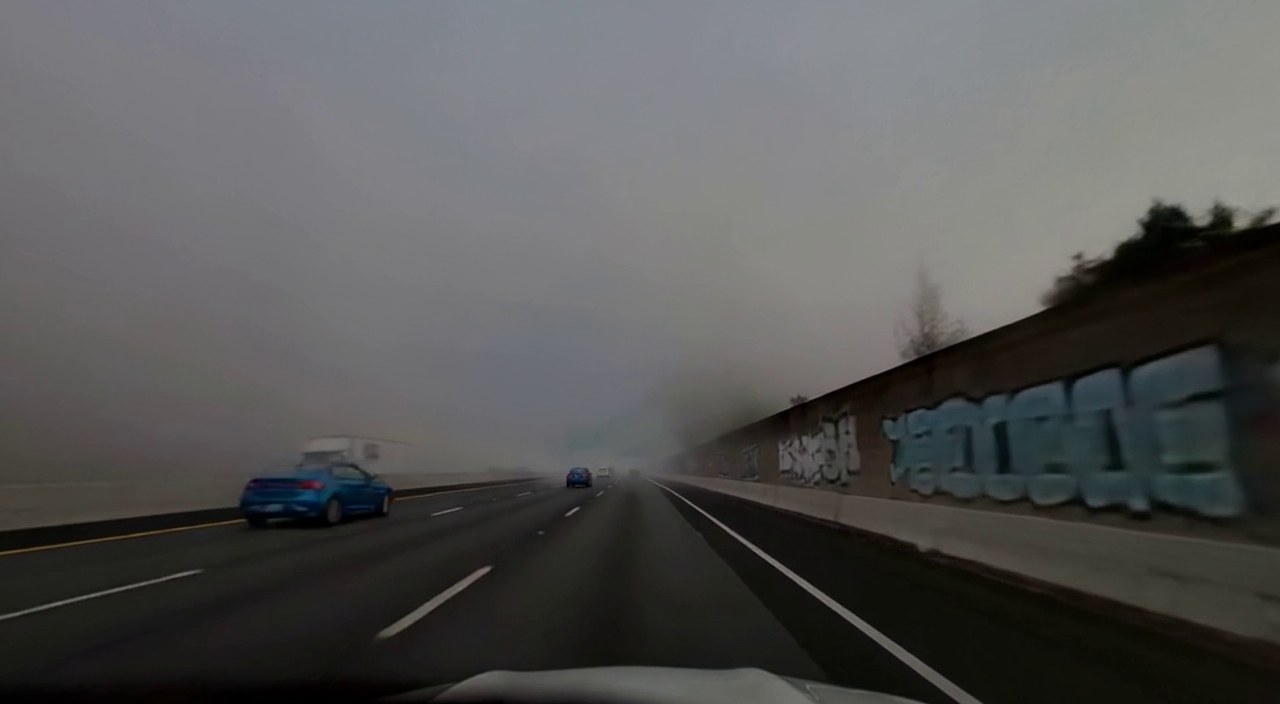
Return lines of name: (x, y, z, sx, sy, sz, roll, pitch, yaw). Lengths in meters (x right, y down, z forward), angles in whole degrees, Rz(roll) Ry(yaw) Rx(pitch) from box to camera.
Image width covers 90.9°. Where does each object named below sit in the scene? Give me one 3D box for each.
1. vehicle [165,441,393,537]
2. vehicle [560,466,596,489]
vehicle: (-7.191, 2.800, 13.276, 2.124, 1.630, 4.416, 1, -10, 0)
vehicle: (-4.064, 8.288, 41.707, 1.941, 1.437, 3.829, 1, -10, 0)
